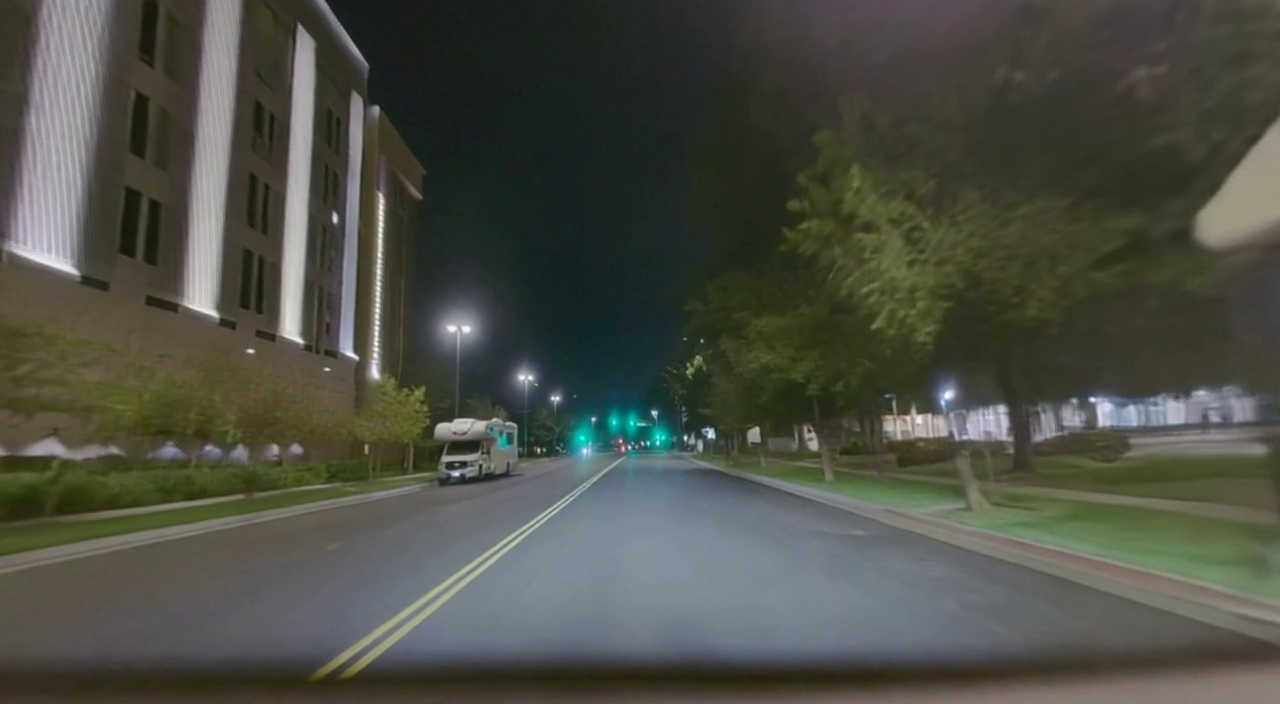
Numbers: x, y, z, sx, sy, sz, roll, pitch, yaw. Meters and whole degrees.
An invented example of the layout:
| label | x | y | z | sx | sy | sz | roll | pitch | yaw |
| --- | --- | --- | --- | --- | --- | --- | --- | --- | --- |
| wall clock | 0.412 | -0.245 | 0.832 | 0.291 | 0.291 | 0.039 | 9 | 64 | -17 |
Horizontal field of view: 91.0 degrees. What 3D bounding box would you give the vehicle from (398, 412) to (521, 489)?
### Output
| label | x | y | z | sx | sy | sz | roll | pitch | yaw |
| --- | --- | --- | --- | --- | --- | --- | --- | --- | --- |
| vehicle | -7.326 | 4.132 | 26.931 | 3.108 | 2.771 | 7.999 | 0 | -8 | -2 |
